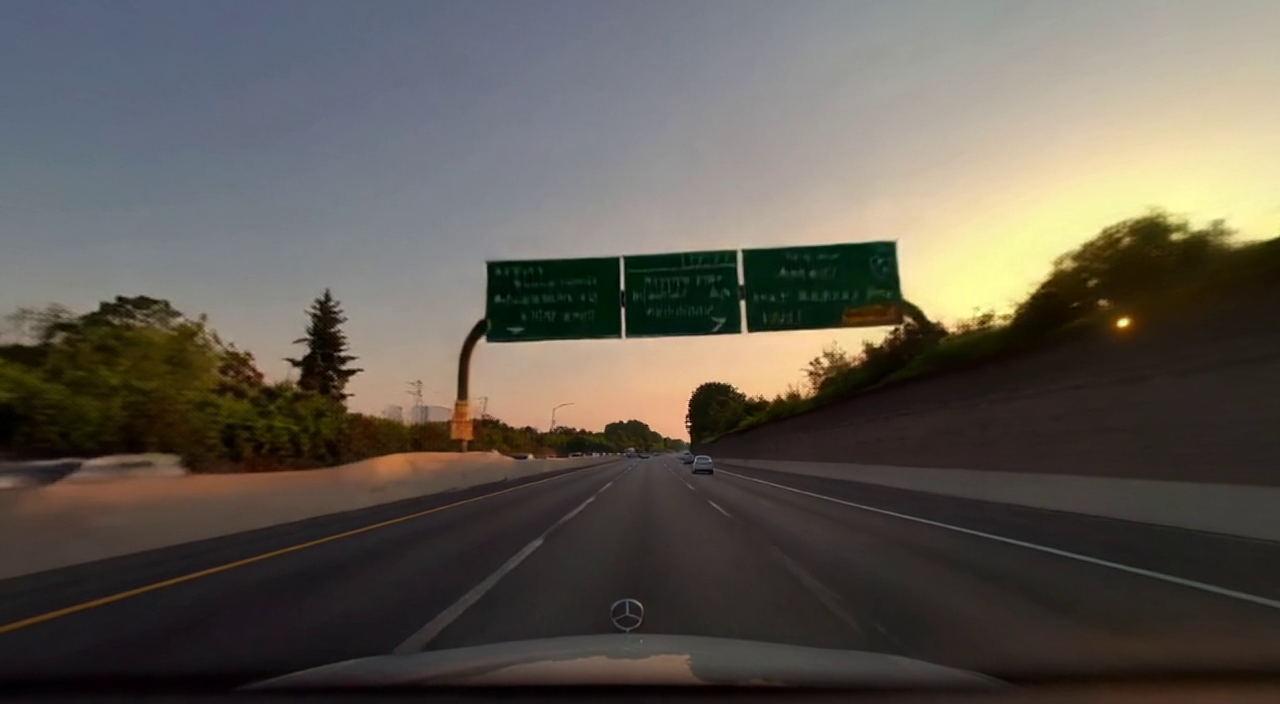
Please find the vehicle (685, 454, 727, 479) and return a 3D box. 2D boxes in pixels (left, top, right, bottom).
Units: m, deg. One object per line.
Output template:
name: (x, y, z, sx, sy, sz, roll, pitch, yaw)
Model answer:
vehicle: (3.860, 6.799, 37.569, 2.065, 1.400, 4.028, 0, -9, 0)
